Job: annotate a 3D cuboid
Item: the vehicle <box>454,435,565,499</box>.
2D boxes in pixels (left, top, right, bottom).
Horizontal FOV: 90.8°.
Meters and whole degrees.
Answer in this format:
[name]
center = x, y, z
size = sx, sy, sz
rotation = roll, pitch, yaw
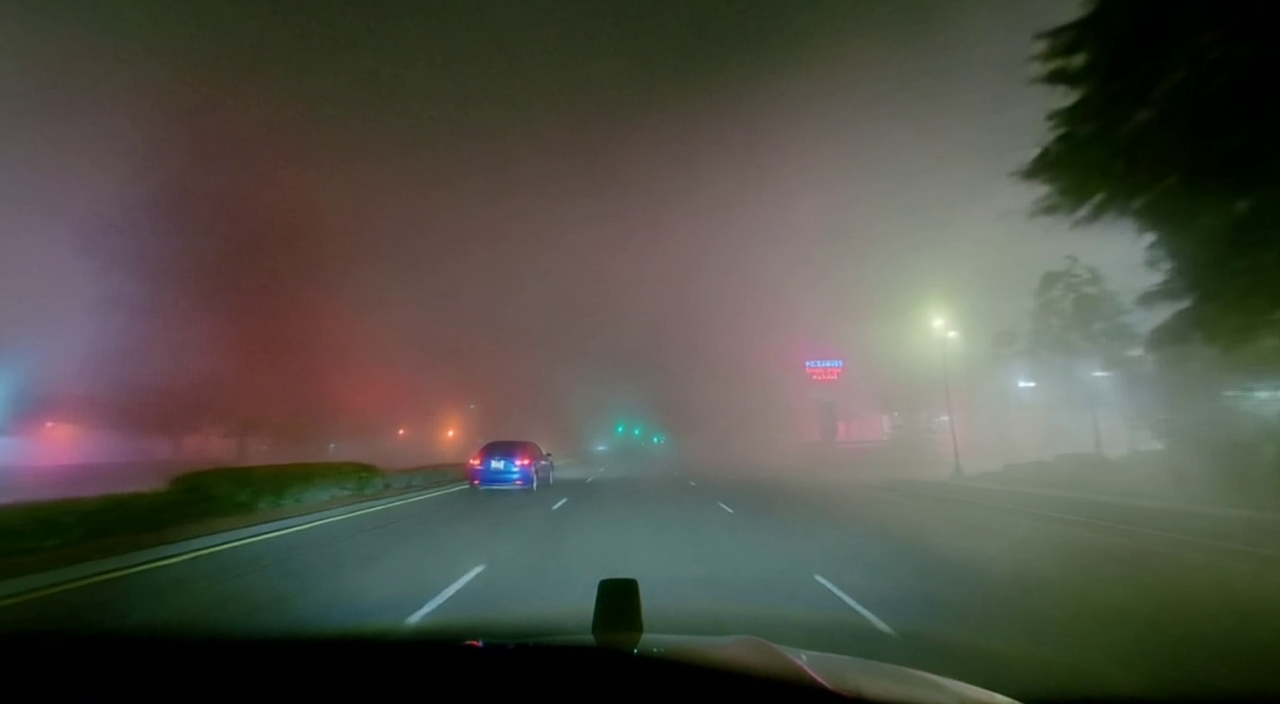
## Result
[vehicle]
center = -3.293, 2.985, 16.829
size = 2.005, 1.477, 4.169
rotation = 0, -8, 1
